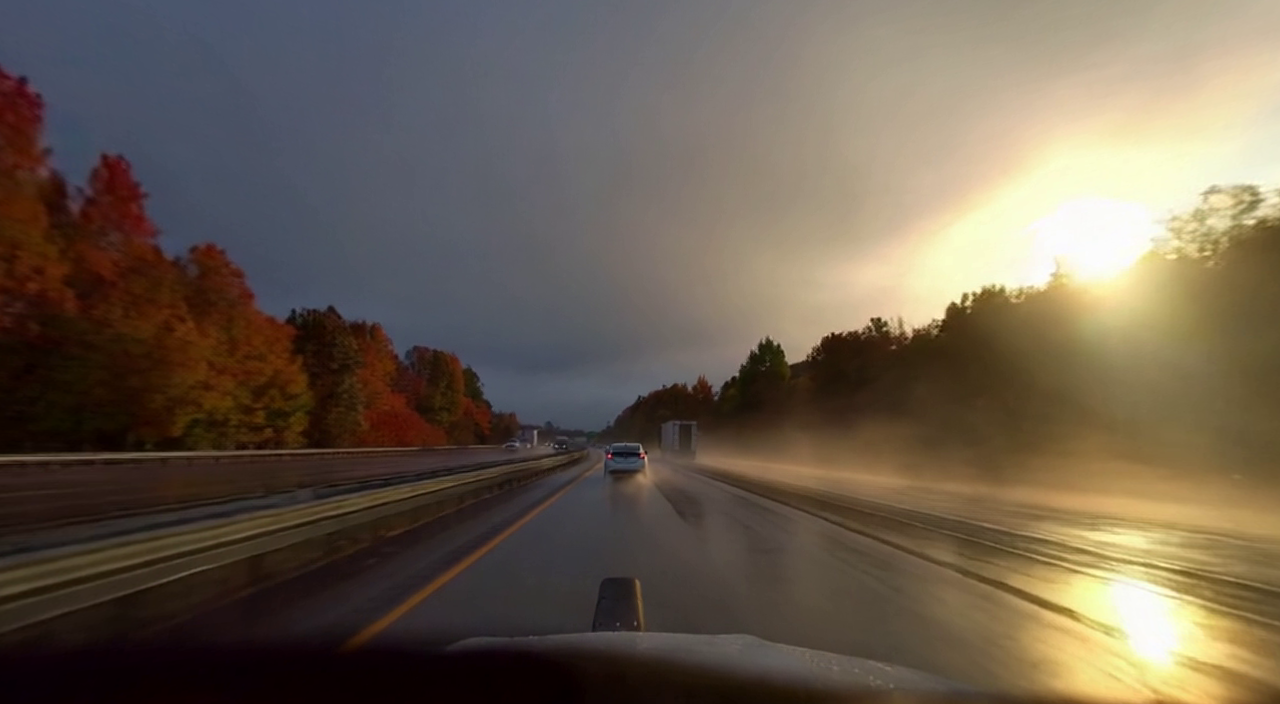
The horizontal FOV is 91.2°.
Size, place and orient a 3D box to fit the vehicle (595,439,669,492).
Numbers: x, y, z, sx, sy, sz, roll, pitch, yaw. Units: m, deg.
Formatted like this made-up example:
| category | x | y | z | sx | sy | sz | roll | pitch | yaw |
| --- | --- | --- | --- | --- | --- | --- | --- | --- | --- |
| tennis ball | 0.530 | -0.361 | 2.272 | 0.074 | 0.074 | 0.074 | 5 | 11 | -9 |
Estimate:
| category | x | y | z | sx | sy | sz | roll | pitch | yaw |
| --- | --- | --- | --- | --- | --- | --- | --- | --- | --- |
| vehicle | -0.277 | 3.554 | 19.955 | 2.099 | 1.506 | 4.097 | 0 | -9 | -1 |
